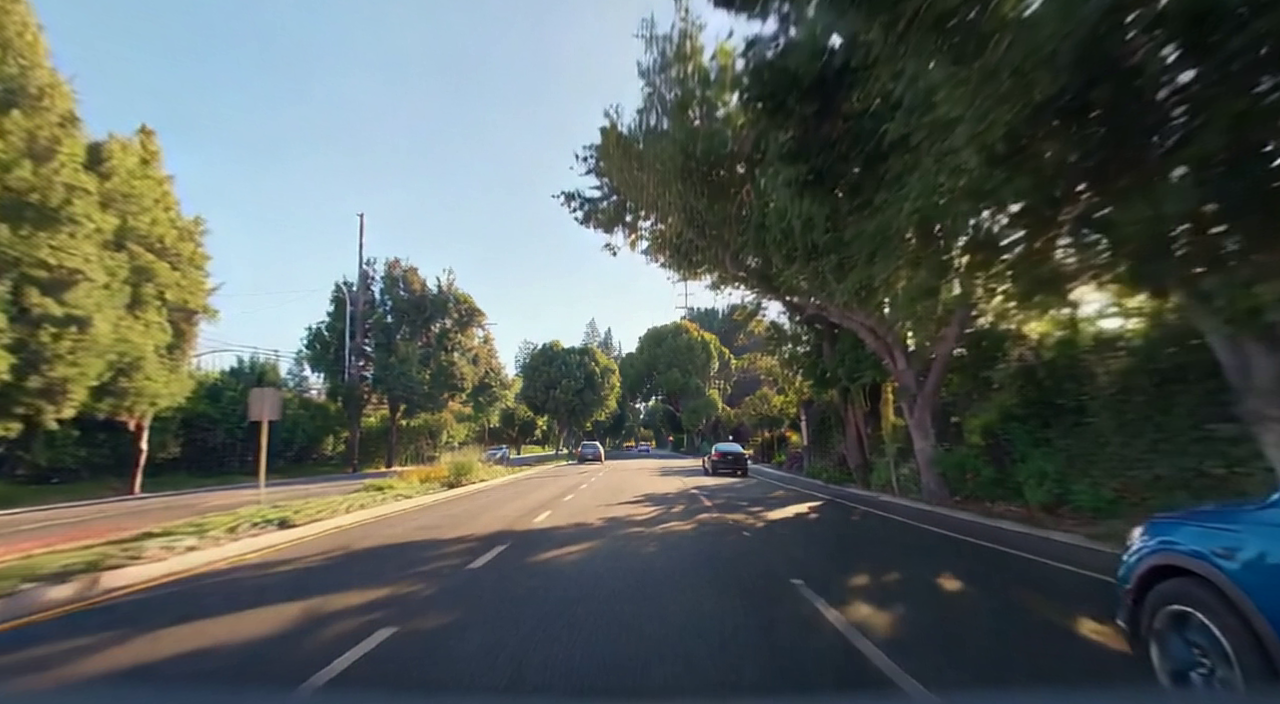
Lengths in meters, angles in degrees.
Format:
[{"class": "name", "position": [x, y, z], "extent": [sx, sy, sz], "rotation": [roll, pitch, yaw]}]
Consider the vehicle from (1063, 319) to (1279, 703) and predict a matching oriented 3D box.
[{"class": "vehicle", "position": [3.390, 0.593, 1.125], "extent": [2.182, 1.744, 4.464], "rotation": [0, -8, 1]}]

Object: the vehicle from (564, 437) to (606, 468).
[{"class": "vehicle", "position": [-3.260, 6.112, 38.427], "extent": [2.066, 1.725, 4.241], "rotation": [0, -8, 1]}]

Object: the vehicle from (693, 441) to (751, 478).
[{"class": "vehicle", "position": [3.494, 4.646, 27.611], "extent": [1.906, 1.468, 4.422], "rotation": [0, -8, -1]}]
